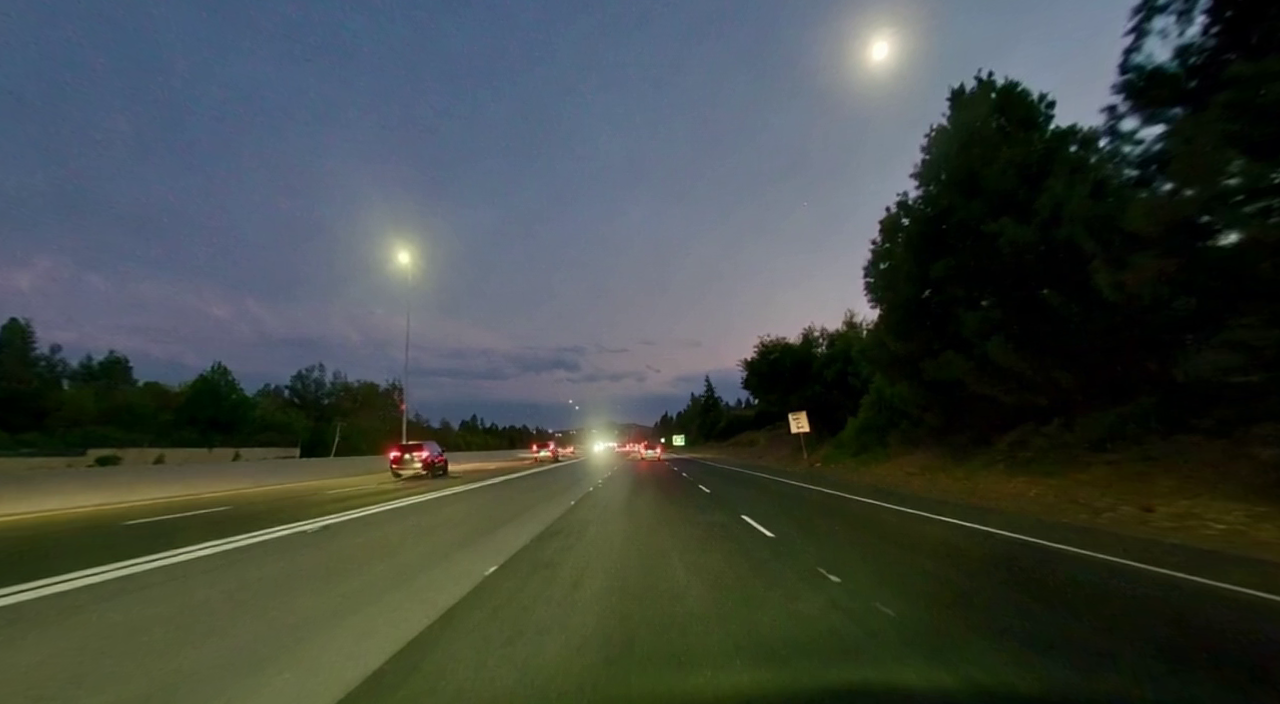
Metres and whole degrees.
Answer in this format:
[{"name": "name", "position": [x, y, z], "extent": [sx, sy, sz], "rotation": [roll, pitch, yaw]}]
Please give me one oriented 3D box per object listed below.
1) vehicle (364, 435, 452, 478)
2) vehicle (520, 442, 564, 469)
[{"name": "vehicle", "position": [-10.550, 4.790, 29.163], "extent": [2.195, 1.795, 4.659], "rotation": [0, -9, 1]}, {"name": "vehicle", "position": [-6.324, 6.733, 41.208], "extent": [2.080, 1.694, 4.279], "rotation": [0, -9, 2]}]
